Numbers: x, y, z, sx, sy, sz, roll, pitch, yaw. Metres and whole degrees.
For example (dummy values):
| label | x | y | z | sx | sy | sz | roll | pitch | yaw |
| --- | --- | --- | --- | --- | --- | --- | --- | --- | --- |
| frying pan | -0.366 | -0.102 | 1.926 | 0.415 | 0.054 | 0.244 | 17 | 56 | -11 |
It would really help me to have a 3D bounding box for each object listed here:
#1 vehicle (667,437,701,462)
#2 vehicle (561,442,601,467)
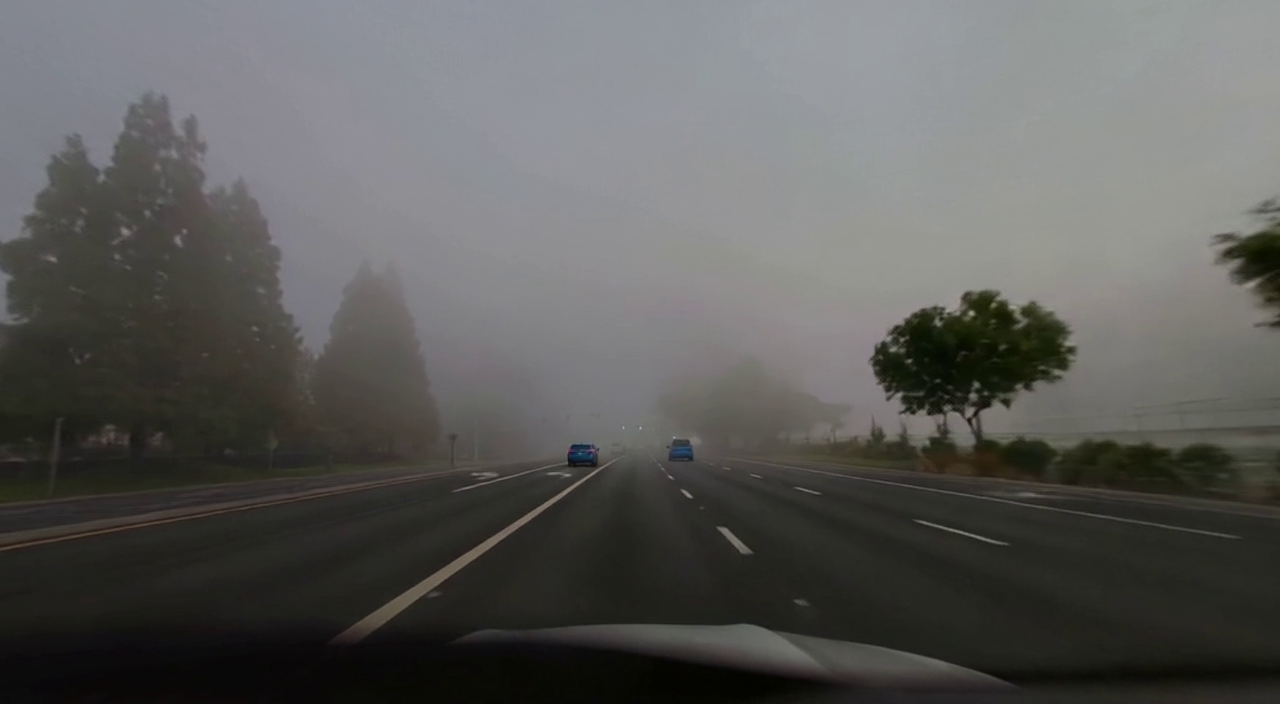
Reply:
| label | x | y | z | sx | sy | sz | roll | pitch | yaw |
| --- | --- | --- | --- | --- | --- | --- | --- | --- | --- |
| vehicle | 3.127 | 6.994 | 45.477 | 2.072 | 1.696 | 4.177 | 0 | -8 | -1 |
| vehicle | -3.687 | 6.505 | 40.316 | 2.112 | 1.471 | 4.212 | 0 | -8 | 1 |
